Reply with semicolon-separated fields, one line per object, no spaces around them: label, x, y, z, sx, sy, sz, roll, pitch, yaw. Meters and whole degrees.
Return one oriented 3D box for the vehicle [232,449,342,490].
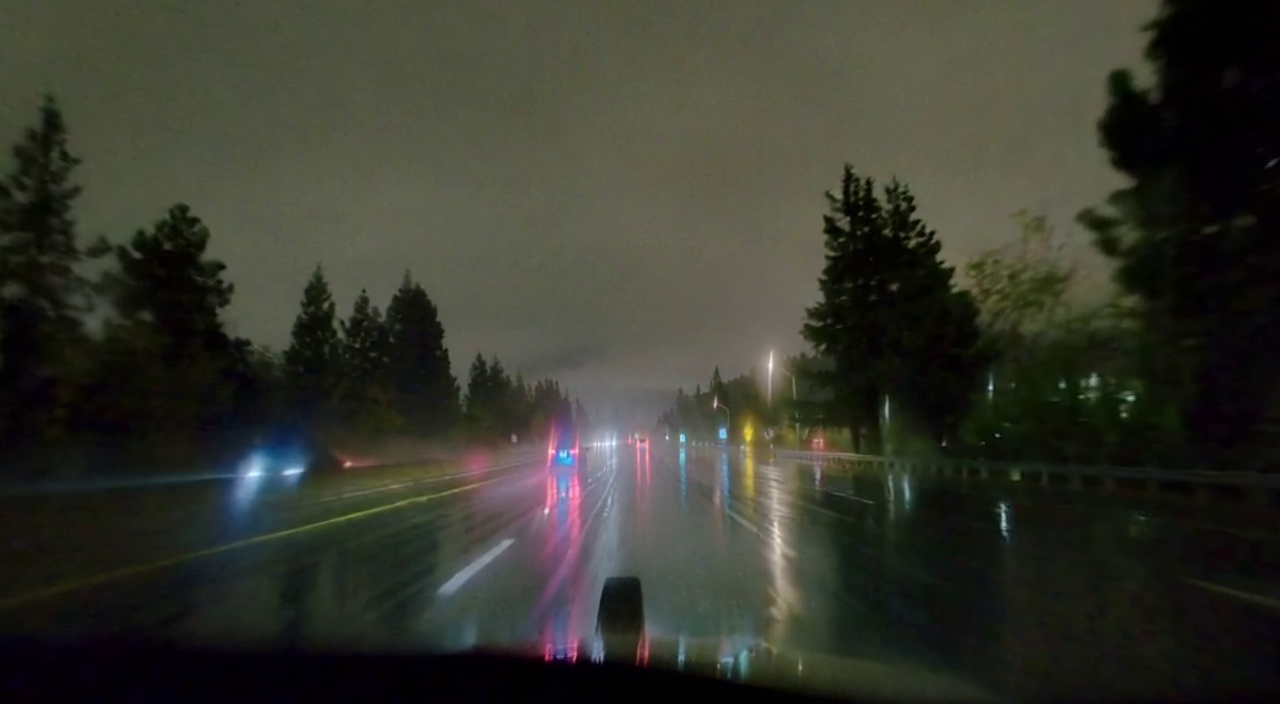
vehicle;-14.444;4.803;26.139;1.924;1.527;4.473;0;-9;1

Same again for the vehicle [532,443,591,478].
vehicle;-3.599;5.081;29.789;2.162;1.493;4.583;0;-9;1
